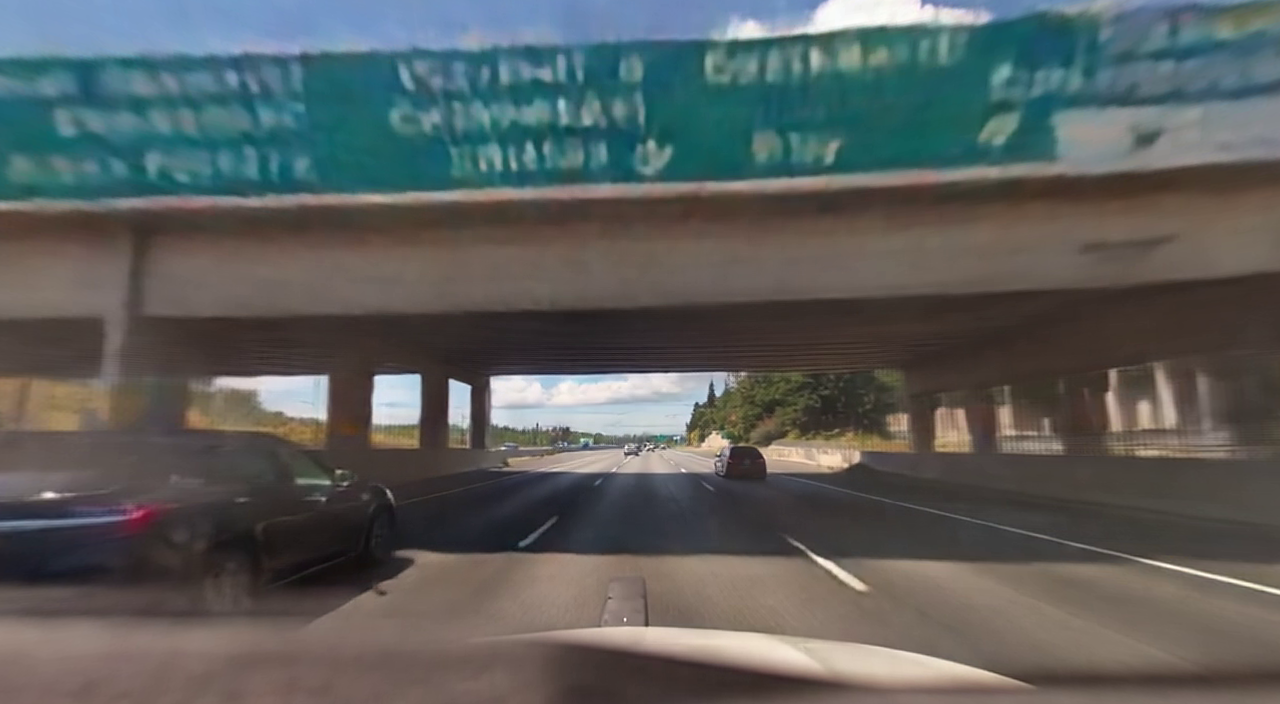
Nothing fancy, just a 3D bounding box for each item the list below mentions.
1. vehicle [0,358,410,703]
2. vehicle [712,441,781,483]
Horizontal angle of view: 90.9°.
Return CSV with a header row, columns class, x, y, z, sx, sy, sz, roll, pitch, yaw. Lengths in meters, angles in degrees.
class,x,y,z,sx,sy,sz,roll,pitch,yaw
vehicle,-3.740,1.171,4.509,2.259,1.706,4.924,0,-8,1
vehicle,4.065,4.251,24.774,1.908,1.483,4.259,0,-8,-1
